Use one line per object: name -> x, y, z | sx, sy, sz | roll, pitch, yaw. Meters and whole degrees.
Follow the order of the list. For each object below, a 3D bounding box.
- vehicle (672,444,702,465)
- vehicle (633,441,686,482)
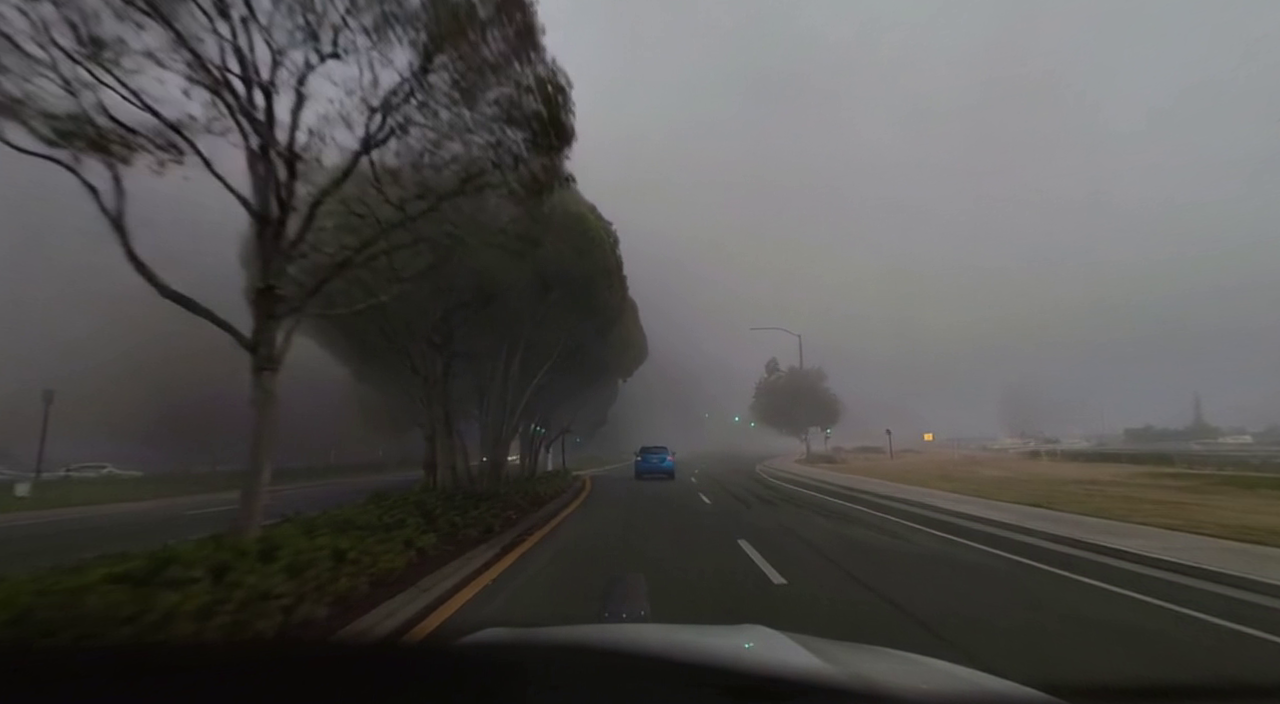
vehicle -> 3.553, 7.627, 47.210 | 2.001, 1.479, 4.387 | -1, -8, 7
vehicle -> 0.855, 4.450, 25.922 | 2.010, 1.535, 3.735 | -1, -8, 4
